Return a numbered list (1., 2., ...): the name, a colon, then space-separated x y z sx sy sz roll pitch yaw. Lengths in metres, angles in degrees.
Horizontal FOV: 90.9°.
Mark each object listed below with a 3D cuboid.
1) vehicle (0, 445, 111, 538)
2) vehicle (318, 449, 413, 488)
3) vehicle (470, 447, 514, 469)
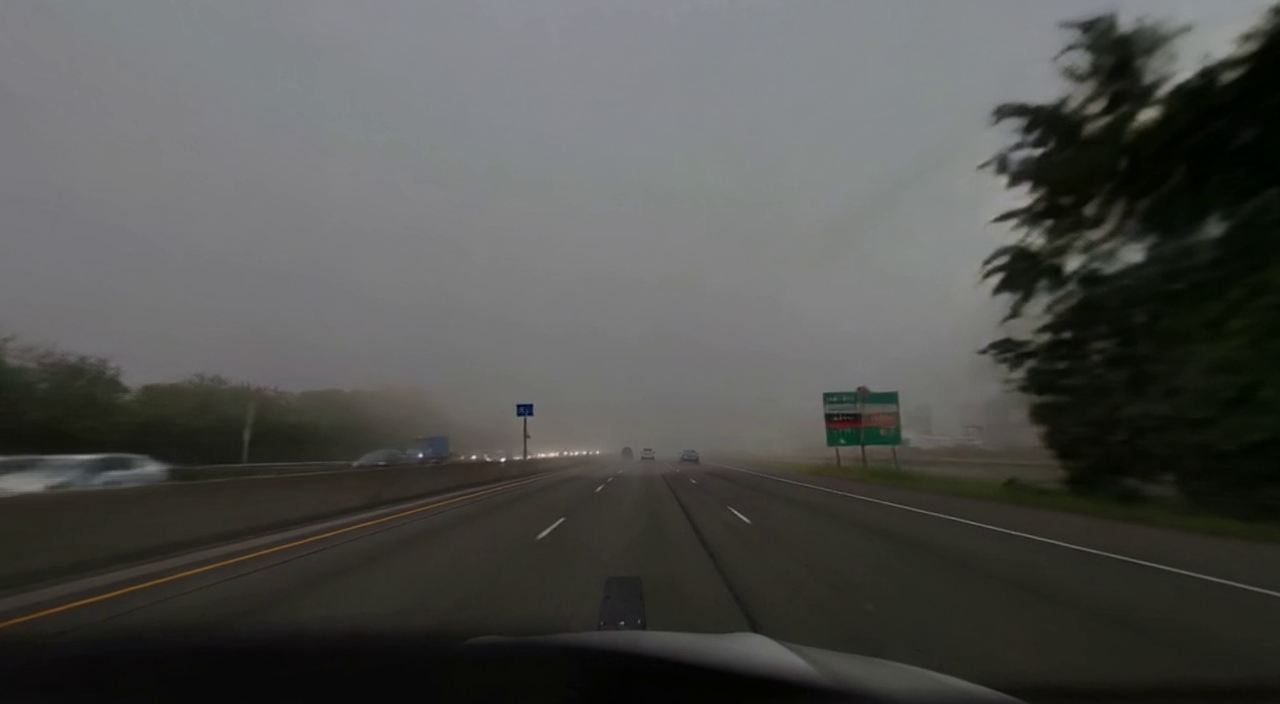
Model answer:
1. vehicle: -11.067 2.162 9.629 1.953 1.442 4.571 -1 -9 1
2. vehicle: -11.251 4.781 26.207 1.847 1.440 4.488 -1 -9 1
3. vehicle: -10.698 7.717 45.871 2.064 1.477 4.488 -1 -9 2
